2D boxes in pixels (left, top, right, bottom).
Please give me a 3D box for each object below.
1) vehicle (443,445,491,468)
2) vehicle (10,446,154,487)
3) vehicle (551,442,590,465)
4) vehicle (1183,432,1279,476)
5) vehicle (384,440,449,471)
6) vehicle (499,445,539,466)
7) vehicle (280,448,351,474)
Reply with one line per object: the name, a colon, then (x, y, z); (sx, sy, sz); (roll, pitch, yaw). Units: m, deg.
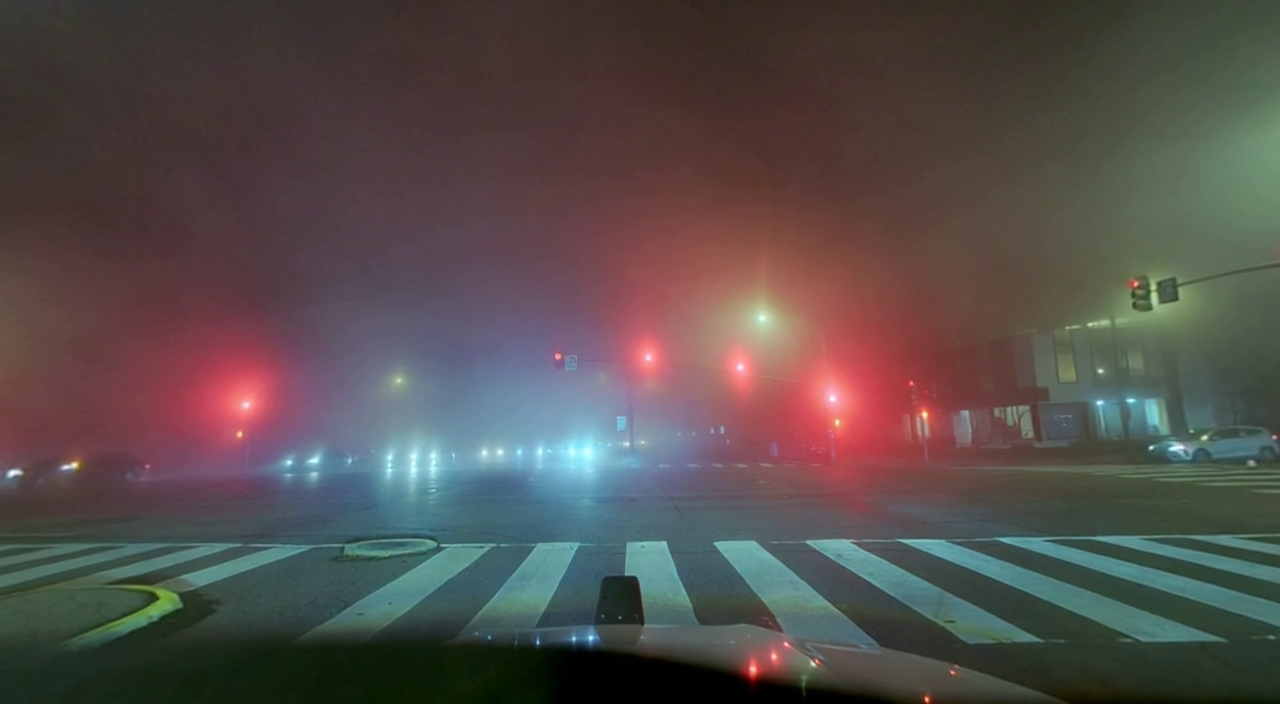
vehicle: (-11.657, 7.066, 42.691); (1.911, 1.476, 4.297); (-1, -9, 2)
vehicle: (-27.390, 5.555, 31.045); (2.032, 1.839, 4.884); (-7, -11, 39)
vehicle: (-4.551, 6.722, 41.679); (1.954, 1.431, 4.050); (0, -9, 2)
vehicle: (22.304, 3.583, 22.248); (4.474, 1.477, 1.908); (0, -9, -3)
vehicle: (-15.160, 7.036, 43.147); (2.340, 1.946, 5.450); (0, -9, 2)
vehicle: (-8.116, 7.004, 42.609); (1.910, 1.321, 3.692); (0, -9, 1)
vehicle: (-21.683, 7.296, 42.297); (1.929, 1.619, 4.577); (-1, -9, 6)
